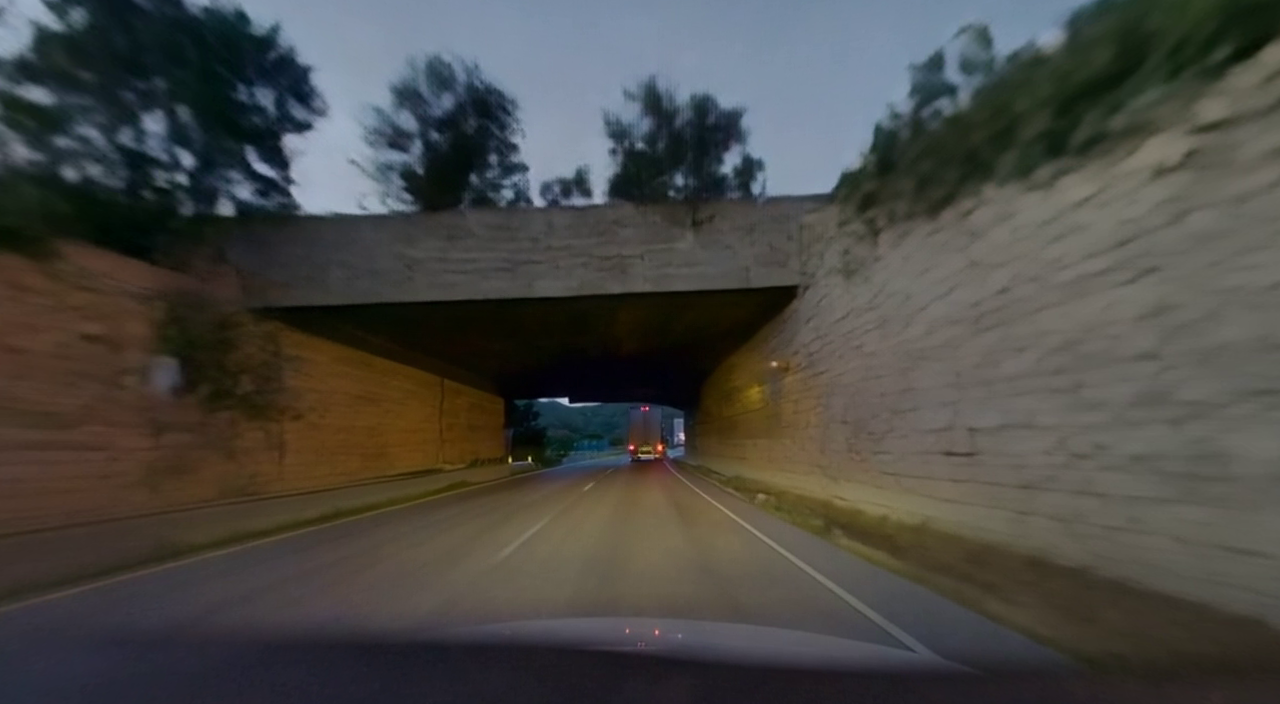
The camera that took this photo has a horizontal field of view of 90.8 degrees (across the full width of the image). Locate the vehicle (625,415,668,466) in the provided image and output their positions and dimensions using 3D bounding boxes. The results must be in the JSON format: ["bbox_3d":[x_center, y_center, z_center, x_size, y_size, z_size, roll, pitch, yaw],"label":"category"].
[{"bbox_3d":[0.612,7.035,49.535,2.915,3.468,11.233,-1,-9,2],"label":"vehicle"}]
